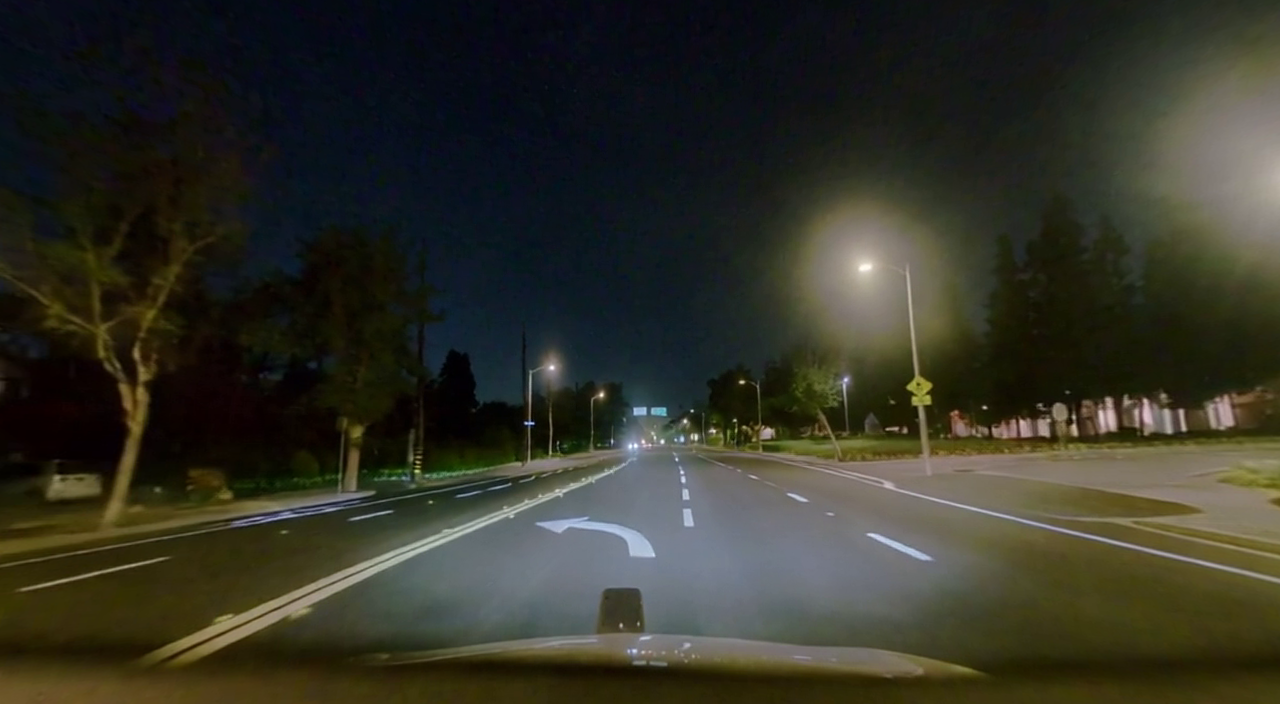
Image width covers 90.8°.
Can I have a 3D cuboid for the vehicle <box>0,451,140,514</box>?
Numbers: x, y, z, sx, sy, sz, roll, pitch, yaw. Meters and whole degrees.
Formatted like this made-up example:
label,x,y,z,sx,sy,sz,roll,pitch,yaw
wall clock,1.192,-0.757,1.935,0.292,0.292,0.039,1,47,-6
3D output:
label,x,y,z,sx,sy,sz,roll,pitch,yaw
vehicle,-19.143,4.059,20.144,2.030,1.759,4.949,-1,-8,5
